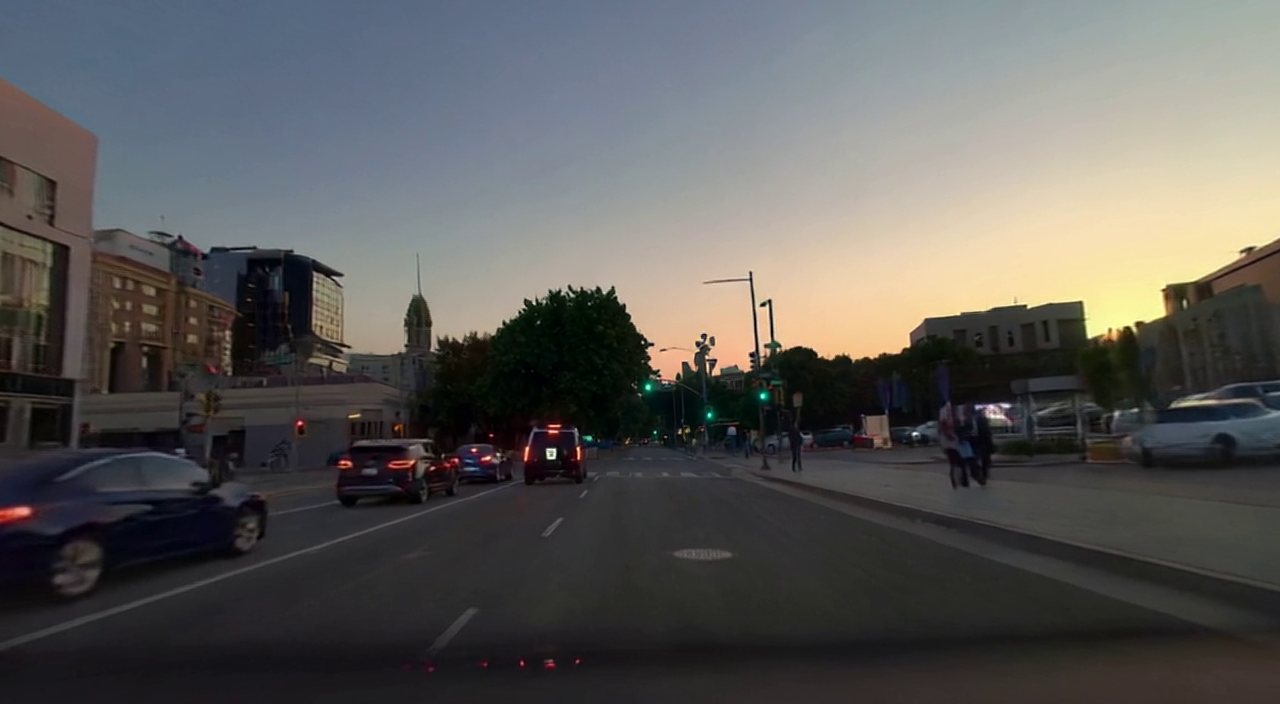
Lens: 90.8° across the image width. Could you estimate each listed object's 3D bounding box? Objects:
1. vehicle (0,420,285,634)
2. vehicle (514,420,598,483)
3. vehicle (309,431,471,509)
[{"bbox_3d":[-5.692,1.566,6.567,1.889,1.572,3.599,0,-8,0],"label":"vehicle"},{"bbox_3d":[-3.074,3.812,24.495,2.496,2.155,5.468,0,-8,0],"label":"vehicle"},{"bbox_3d":[-6.024,2.884,15.983,2.228,1.652,4.593,0,-8,0],"label":"vehicle"}]
